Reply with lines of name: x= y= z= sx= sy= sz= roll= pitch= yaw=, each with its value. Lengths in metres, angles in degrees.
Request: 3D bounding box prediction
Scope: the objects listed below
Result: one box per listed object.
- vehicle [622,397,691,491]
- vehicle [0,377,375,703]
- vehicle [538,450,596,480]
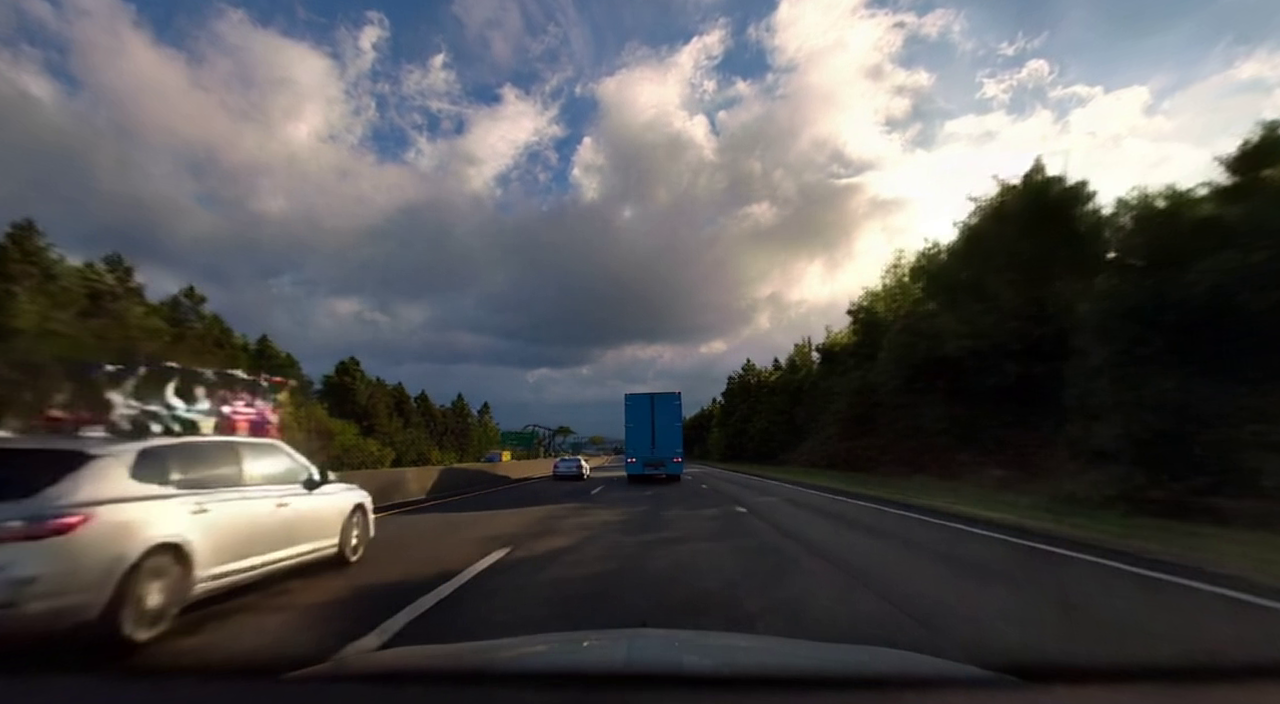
vehicle: x=0.870 y=4.511 z=30.726 sx=2.821 sy=3.878 sz=8.925 roll=0 pitch=-9 yaw=2
vehicle: x=-4.195 y=1.240 z=4.993 sx=2.018 sy=1.632 sz=4.722 roll=0 pitch=-9 yaw=2
vehicle: x=-3.597 y=5.672 z=31.867 sx=2.133 sy=1.358 sz=4.870 roll=0 pitch=-9 yaw=3
